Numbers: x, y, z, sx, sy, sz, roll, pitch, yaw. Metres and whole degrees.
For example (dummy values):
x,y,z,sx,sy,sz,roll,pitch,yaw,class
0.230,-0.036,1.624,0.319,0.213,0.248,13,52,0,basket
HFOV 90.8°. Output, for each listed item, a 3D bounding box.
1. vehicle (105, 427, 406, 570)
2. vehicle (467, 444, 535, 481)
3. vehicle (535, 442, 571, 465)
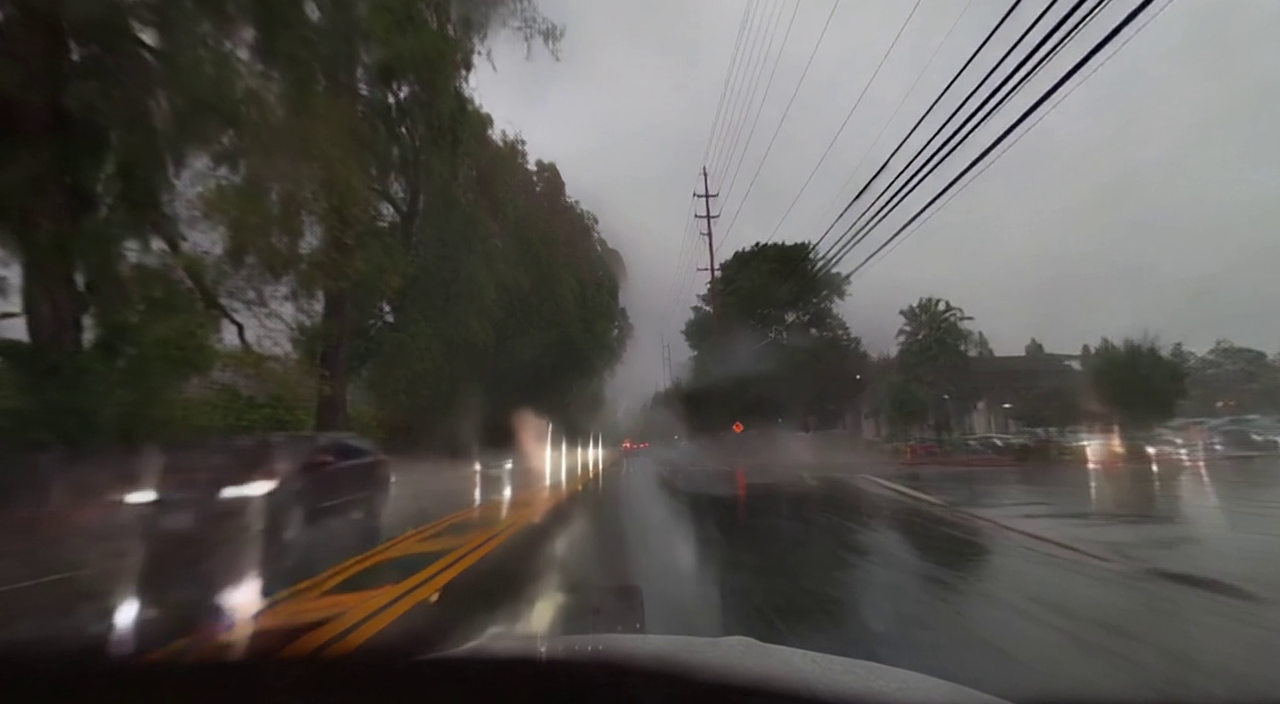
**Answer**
x,y,z,sx,sy,sz,roll,pitch,yaw,class
-5.193,1.993,9.372,2.001,1.616,4.064,0,-9,-2,vehicle
-6.124,4.921,28.403,2.043,1.484,4.532,0,-9,0,vehicle
-6.657,7.804,48.730,2.157,1.711,4.460,0,-9,0,vehicle
